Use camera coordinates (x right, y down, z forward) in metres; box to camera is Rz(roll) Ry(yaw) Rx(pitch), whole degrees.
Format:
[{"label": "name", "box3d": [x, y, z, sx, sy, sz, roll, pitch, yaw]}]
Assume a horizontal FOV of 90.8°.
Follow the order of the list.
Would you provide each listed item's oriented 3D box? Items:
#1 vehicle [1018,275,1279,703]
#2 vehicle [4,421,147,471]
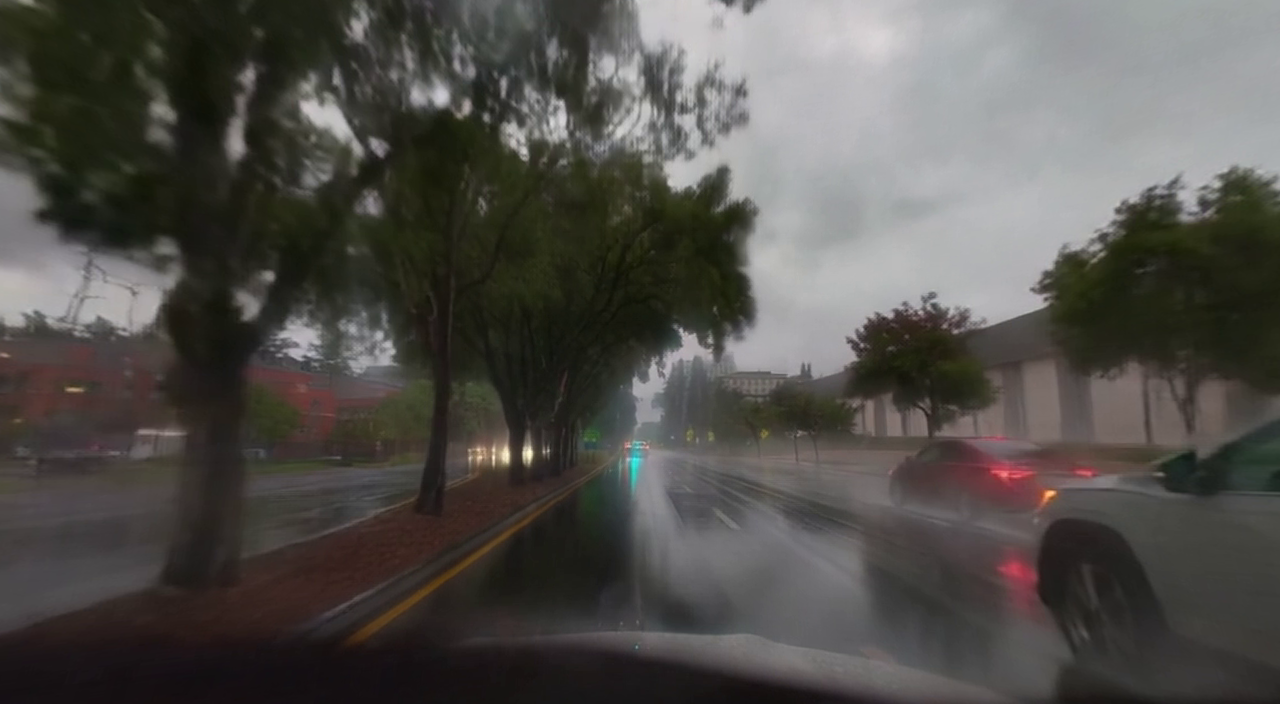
[{"label": "vehicle", "box3d": [3.809, 0.545, 1.579, 2.505, 1.971, 5.162, 0, -9, 0]}, {"label": "vehicle", "box3d": [-34.845, 5.817, 39.200, 6.180, 2.962, 2.395, 0, -9, -4]}]
